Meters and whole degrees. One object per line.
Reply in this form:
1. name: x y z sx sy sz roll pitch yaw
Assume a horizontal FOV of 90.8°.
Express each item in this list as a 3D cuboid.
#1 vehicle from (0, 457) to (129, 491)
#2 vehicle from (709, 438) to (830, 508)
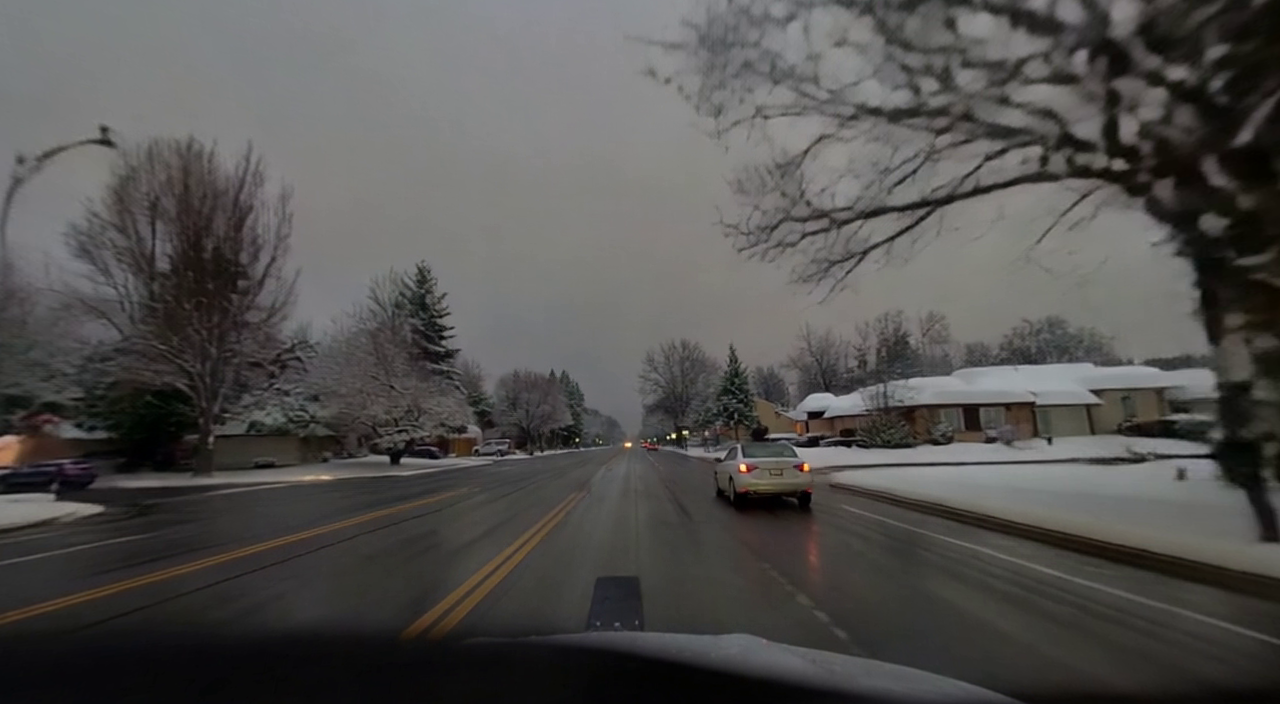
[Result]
1. vehicle: -29.375 6.193 32.287 4.917 1.598 1.937 -1 -8 4
2. vehicle: 3.057 2.955 15.949 2.057 1.493 4.225 0 -8 -1
